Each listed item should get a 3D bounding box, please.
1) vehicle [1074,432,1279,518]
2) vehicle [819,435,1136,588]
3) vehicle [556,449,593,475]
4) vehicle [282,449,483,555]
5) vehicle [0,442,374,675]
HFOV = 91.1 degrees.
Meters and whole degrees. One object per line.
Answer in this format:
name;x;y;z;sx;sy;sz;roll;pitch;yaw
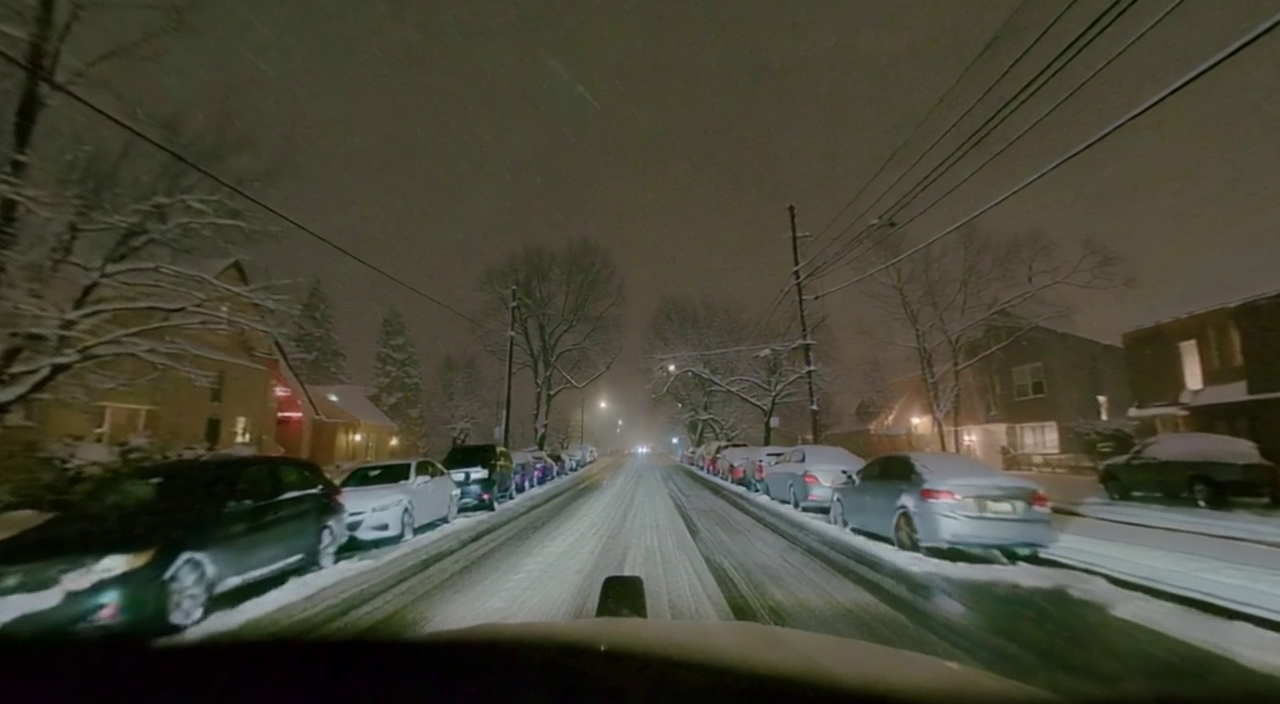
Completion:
vehicle;11.144;2.392;12.630;1.968;1.446;3.961;0;-9;1
vehicle;4.047;1.961;8.602;1.862;1.525;4.421;0;-9;0
vehicle;-4.366;7.408;42.361;2.013;1.645;4.318;0;-9;0
vehicle;-4.435;2.604;11.735;1.920;1.501;4.552;-1;-8;-1
vehicle;-4.556;1.773;6.530;1.870;1.562;4.212;-2;-8;-2
